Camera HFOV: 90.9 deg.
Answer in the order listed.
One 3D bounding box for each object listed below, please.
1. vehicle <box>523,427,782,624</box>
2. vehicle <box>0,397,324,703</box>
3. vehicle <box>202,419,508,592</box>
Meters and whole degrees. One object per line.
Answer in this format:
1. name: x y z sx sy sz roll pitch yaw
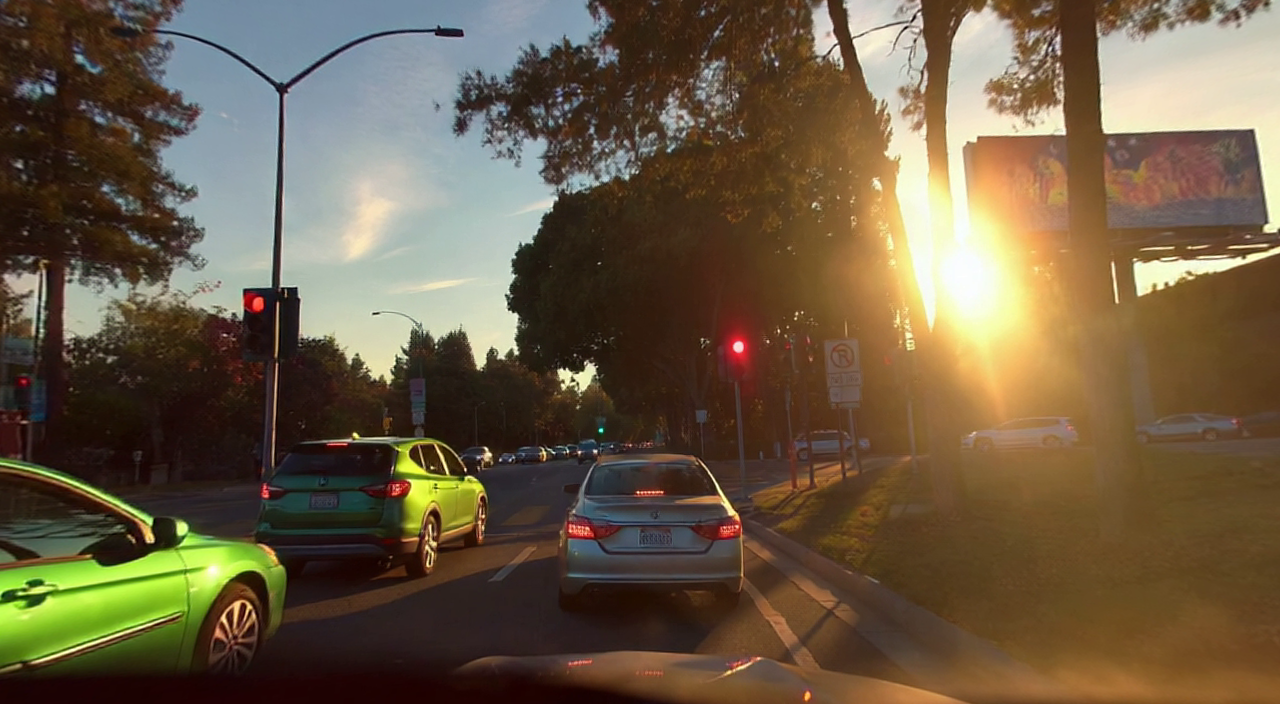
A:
1. vehicle: 0.030 1.596 6.627 1.977 1.467 3.474 0 -9 -2
2. vehicle: -3.151 0.963 2.414 1.808 1.520 3.846 -1 -9 1
3. vehicle: -3.171 1.791 8.140 1.950 1.628 4.082 -1 -9 1
